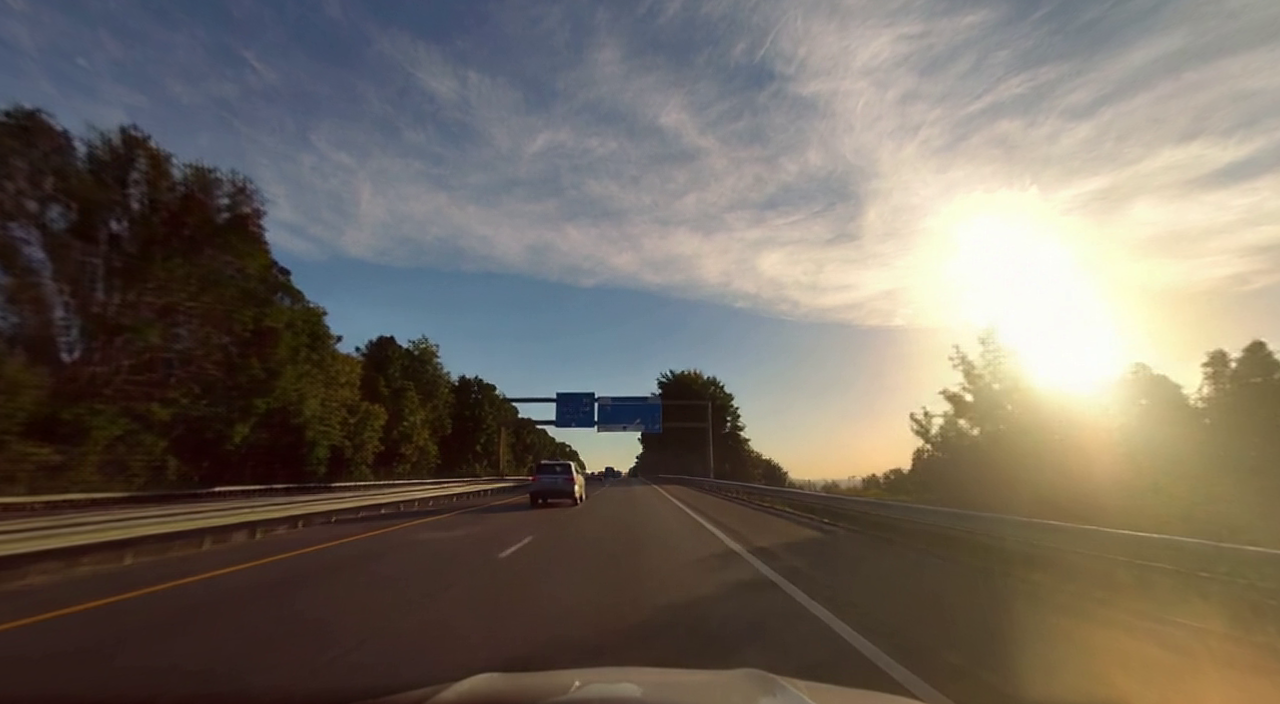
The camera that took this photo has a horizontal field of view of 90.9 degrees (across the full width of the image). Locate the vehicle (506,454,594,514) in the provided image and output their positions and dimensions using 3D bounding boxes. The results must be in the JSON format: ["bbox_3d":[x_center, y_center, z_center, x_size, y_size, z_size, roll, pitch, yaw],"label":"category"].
[{"bbox_3d":[-2.777,4.263,20.612,2.107,1.668,4.554,1,-11,1],"label":"vehicle"}]
